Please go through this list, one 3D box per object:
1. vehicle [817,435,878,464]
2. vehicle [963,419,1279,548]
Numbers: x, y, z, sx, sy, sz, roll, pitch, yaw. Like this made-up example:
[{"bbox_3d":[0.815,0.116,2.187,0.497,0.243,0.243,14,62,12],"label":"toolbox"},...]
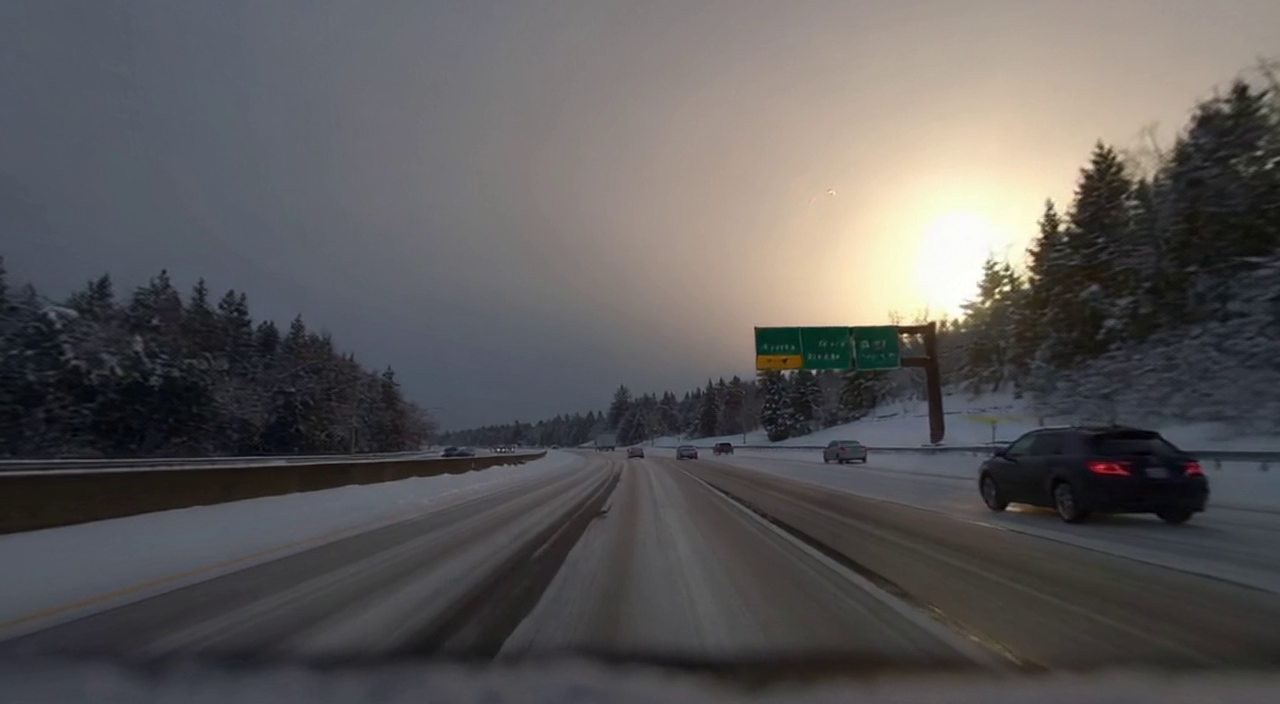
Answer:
[{"bbox_3d":[13.985,6.613,42.791,2.107,1.803,5.385,0,-8,-2],"label":"vehicle"},{"bbox_3d":[7.565,2.028,10.385,2.124,1.661,4.267,0,-8,-1],"label":"vehicle"}]
